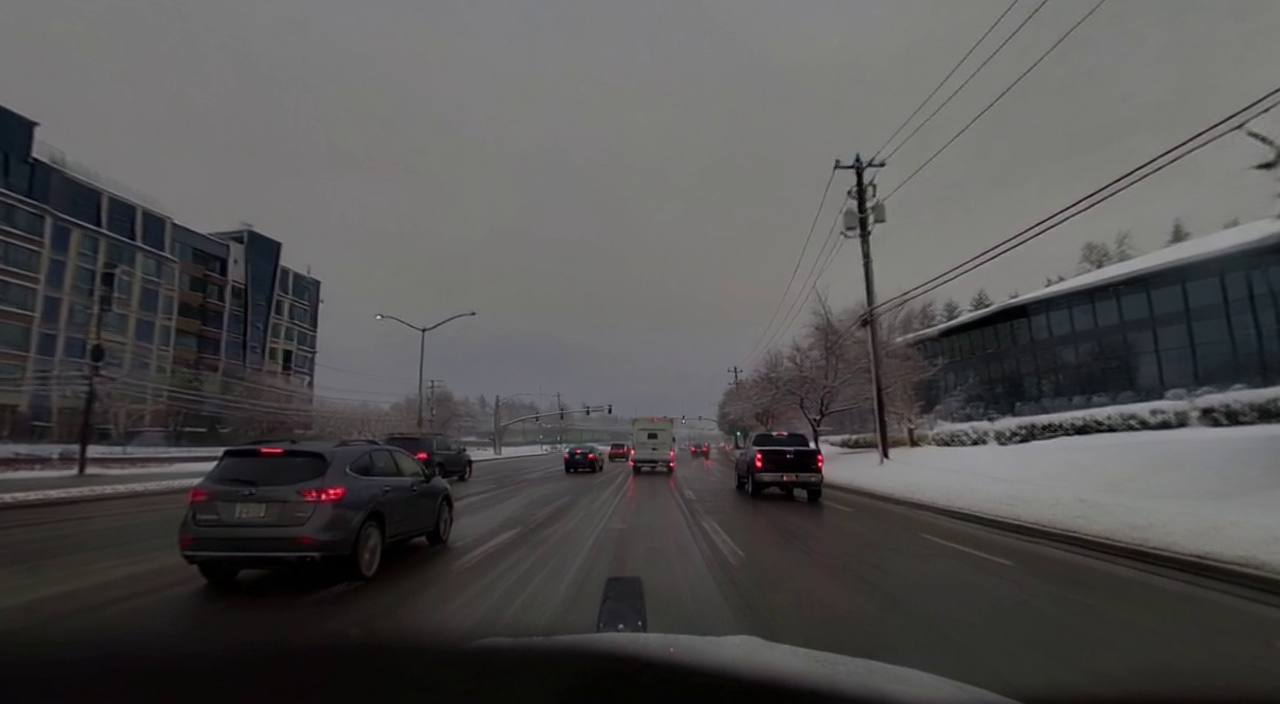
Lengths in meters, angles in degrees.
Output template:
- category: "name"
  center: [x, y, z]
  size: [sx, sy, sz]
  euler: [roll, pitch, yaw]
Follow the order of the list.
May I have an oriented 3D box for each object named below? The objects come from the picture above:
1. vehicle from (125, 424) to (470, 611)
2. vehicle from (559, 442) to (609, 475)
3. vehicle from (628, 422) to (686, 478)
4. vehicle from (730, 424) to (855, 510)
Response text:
- category: "vehicle"
  center: [-3.565, 1.733, 7.502]
  size: [1.934, 1.643, 3.718]
  euler: [0, -8, 1]
- category: "vehicle"
  center: [-2.857, 5.549, 32.939]
  size: [1.984, 1.567, 4.311]
  euler: [-1, -8, 3]
- category: "vehicle"
  center: [0.934, 4.685, 30.309]
  size: [2.457, 2.440, 5.486]
  euler: [-1, -8, 5]
- category: "vehicle"
  center: [3.800, 2.935, 16.579]
  size: [2.283, 1.923, 4.427]
  euler: [0, -8, 2]
